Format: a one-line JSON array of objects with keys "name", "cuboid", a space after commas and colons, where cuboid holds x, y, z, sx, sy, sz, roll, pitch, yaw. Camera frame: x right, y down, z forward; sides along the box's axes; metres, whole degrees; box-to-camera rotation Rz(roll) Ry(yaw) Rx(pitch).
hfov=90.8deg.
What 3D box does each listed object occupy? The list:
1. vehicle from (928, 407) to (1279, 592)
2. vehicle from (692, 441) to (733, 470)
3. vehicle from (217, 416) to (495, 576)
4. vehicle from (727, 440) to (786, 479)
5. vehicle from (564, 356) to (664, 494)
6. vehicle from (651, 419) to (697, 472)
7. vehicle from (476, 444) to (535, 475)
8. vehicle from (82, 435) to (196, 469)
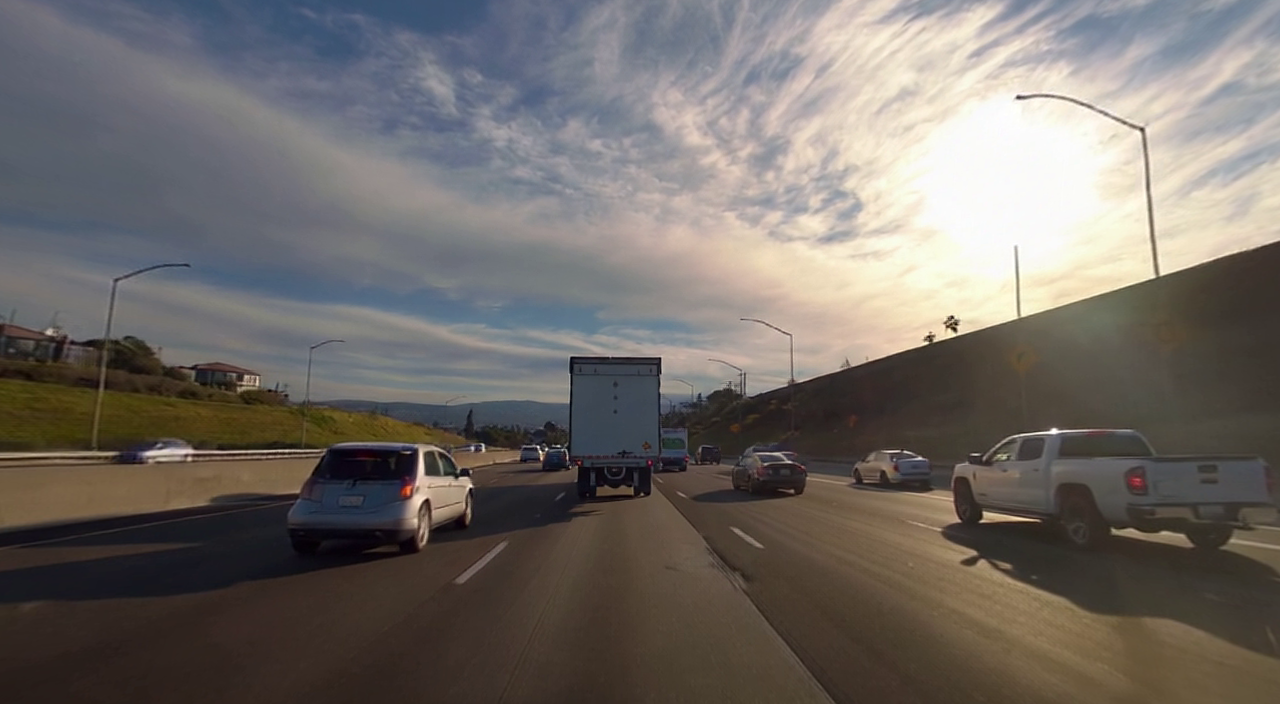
[{"name": "vehicle", "cuboid": [6.271, 1.774, 8.575, 2.188, 1.731, 5.031, 0, -9, -2]}, {"name": "vehicle", "cuboid": [5.508, 7.985, 48.823, 2.297, 2.116, 5.052, 0, -9, -3]}, {"name": "vehicle", "cuboid": [-3.433, 1.807, 8.696, 1.946, 1.641, 4.105, 0, -9, -1]}, {"name": "vehicle", "cuboid": [6.114, 5.712, 33.781, 2.070, 1.888, 4.546, 0, -9, -2]}, {"name": "vehicle", "cuboid": [-0.774, 2.938, 24.018, 2.906, 4.040, 10.743, 0, -9, 0]}, {"name": "vehicle", "cuboid": [2.321, 6.895, 46.448, 2.669, 3.491, 8.645, 0, -9, -2]}, {"name": "vehicle", "cuboid": [-6.994, 5.638, 33.358, 1.973, 1.471, 4.779, -1, -9, 2]}, {"name": "vehicle", "cuboid": [-23.451, 4.708, 29.830, 1.786, 1.487, 4.495, 0, -9, -1]}]
